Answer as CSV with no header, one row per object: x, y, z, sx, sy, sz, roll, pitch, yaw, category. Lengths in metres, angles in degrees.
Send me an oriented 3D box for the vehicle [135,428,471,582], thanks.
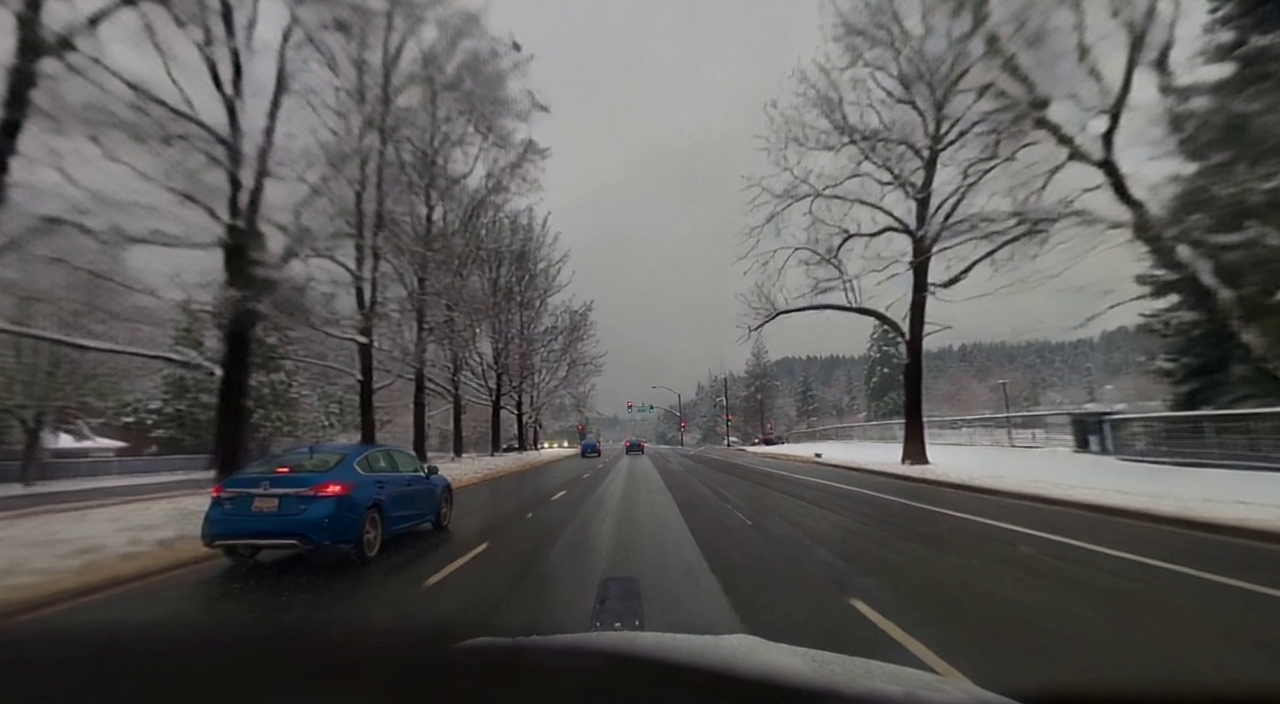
-3.741,1.757,8.141,1.905,1.418,4.396,0,-8,0,vehicle

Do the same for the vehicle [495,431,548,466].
-7.414,6.121,40.256,2.274,2.040,6.031,0,-8,0,vehicle

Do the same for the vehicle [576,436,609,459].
-3.531,7.186,47.610,2.103,1.592,4.160,0,-8,1,vehicle
